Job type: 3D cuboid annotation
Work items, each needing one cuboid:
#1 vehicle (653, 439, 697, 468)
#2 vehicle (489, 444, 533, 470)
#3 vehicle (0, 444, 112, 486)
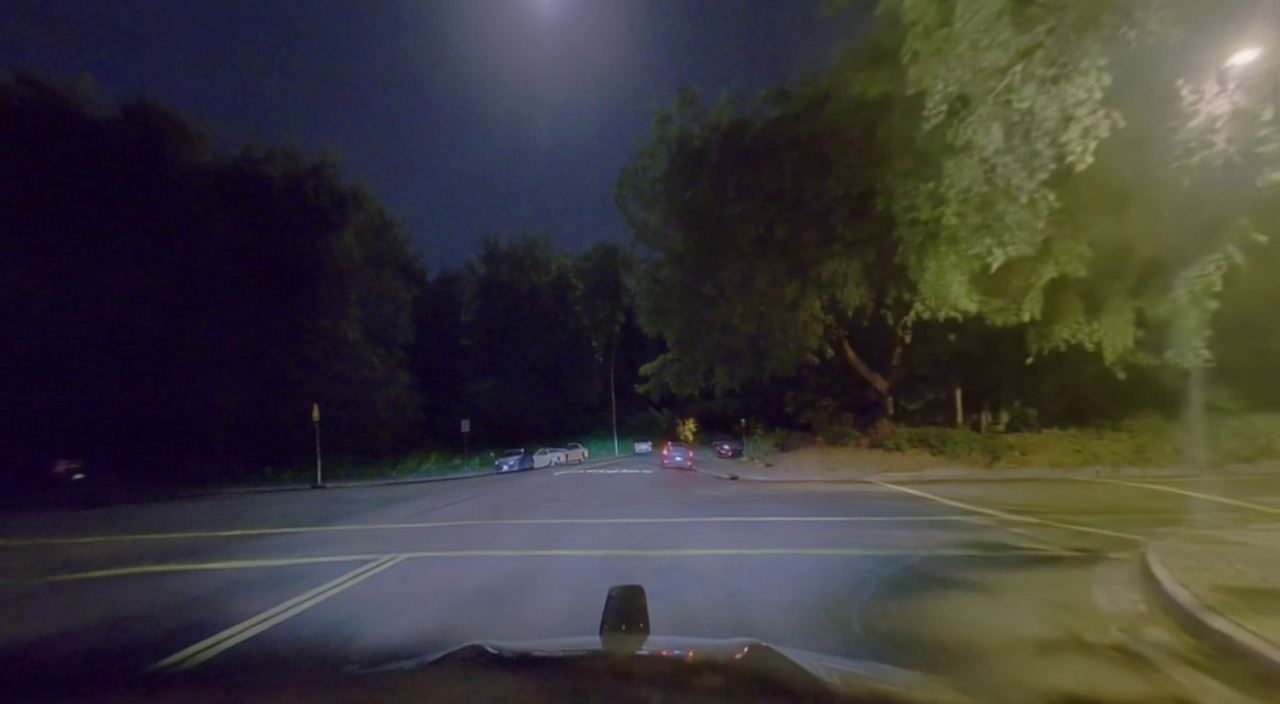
[{"bbox_3d":[1.871,5.538,34.654,2.051,1.461,4.100,0,-8,-2],"label":"vehicle"},{"bbox_3d":[-8.113,6.646,40.008,2.102,1.507,4.049,0,-8,-2],"label":"vehicle"},{"bbox_3d":[-27.592,5.185,29.129,4.986,1.796,2.066,-2,-8,12],"label":"vehicle"}]
